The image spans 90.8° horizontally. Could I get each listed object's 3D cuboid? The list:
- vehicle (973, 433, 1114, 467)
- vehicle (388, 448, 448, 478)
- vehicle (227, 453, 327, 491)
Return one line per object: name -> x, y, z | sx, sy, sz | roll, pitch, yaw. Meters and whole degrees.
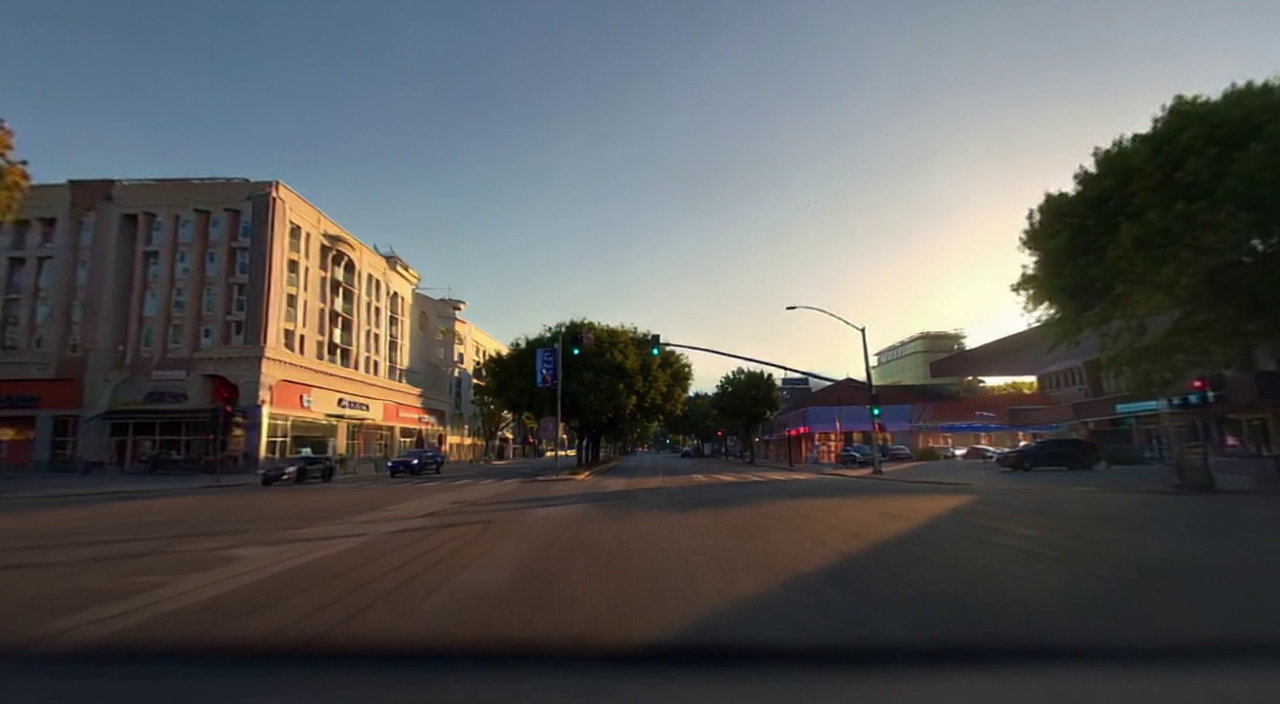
vehicle -> 20.881, 5.098, 32.917 | 5.587, 1.689, 2.605 | 0, -9, -3
vehicle -> -12.985, 6.480, 37.181 | 1.892, 1.639, 4.311 | 0, -9, 1
vehicle -> -16.634, 5.490, 29.247 | 1.924, 1.557, 4.357 | 0, -9, 1
